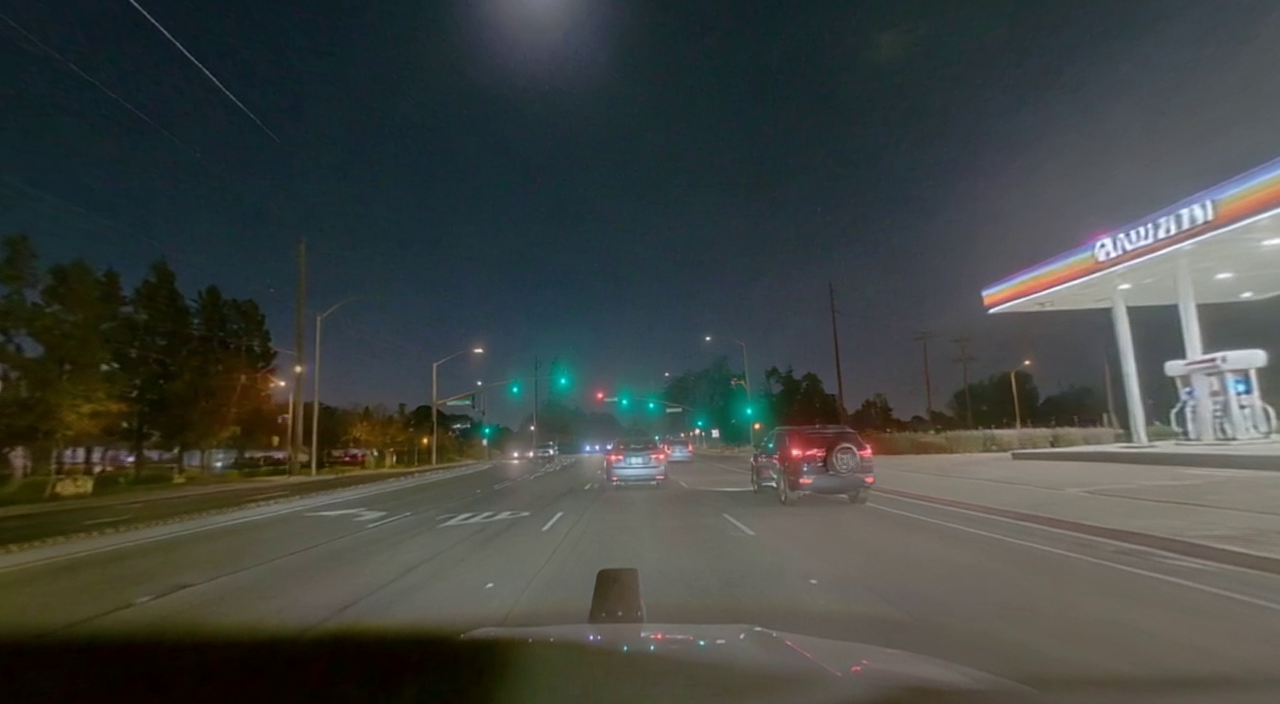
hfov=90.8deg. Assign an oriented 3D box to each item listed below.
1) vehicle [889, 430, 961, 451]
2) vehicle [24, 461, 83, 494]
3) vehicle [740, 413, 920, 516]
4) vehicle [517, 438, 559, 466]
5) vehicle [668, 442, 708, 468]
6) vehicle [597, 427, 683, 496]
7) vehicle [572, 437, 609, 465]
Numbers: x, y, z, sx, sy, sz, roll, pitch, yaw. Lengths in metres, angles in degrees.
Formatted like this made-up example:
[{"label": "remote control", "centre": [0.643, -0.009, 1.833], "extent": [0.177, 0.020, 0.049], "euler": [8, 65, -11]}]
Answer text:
[{"label": "vehicle", "centre": [22.068, 6.889, 49.034], "extent": [4.691, 1.607, 1.905], "euler": [0, -8, -3]}, {"label": "vehicle", "centre": [-30.599, 6.519, 33.081], "extent": [1.948, 1.452, 4.370], "euler": [7, -11, -39]}, {"label": "vehicle", "centre": [3.775, 2.359, 13.759], "extent": [2.116, 1.791, 5.006], "euler": [0, -8, -3]}, {"label": "vehicle", "centre": [-6.610, 6.495, 41.322], "extent": [1.994, 1.695, 4.471], "euler": [0, -8, 0]}, {"label": "vehicle", "centre": [2.545, 5.555, 34.205], "extent": [1.822, 1.331, 3.583], "euler": [0, -8, -1]}, {"label": "vehicle", "centre": [-0.084, 3.046, 17.916], "extent": [2.164, 1.718, 3.881], "euler": [0, -8, -2]}, {"label": "vehicle", "centre": [-3.209, 6.529, 41.944], "extent": [2.155, 1.745, 4.248], "euler": [0, -8, 0]}]
